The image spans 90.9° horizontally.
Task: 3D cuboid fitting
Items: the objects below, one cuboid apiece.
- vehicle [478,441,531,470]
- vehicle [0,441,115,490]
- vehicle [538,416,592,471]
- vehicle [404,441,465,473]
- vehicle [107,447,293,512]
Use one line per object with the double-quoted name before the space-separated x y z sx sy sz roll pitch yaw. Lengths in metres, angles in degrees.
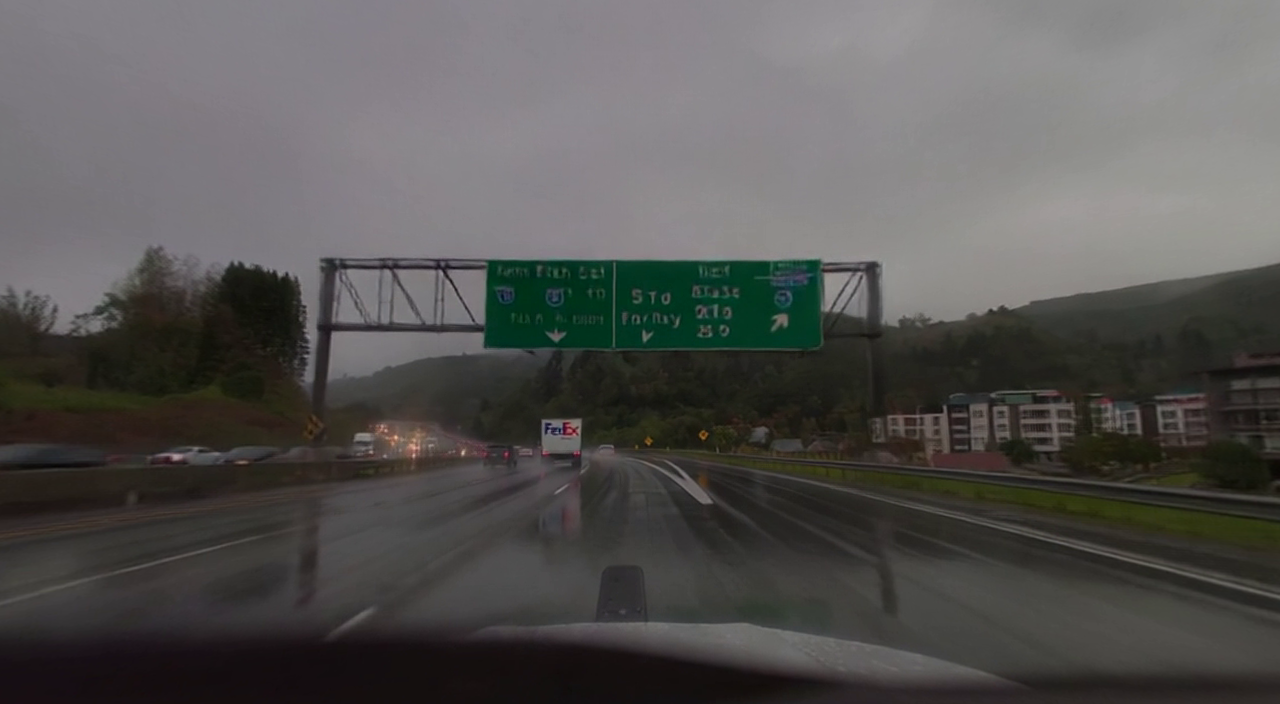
"vehicle" -8.777 6.752 41.408 2.461 1.767 4.991 0 -8 -1
"vehicle" -20.617 3.787 21.375 1.815 1.507 4.468 0 -8 0
"vehicle" -4.773 5.965 41.375 2.798 3.212 7.573 2 -8 -2
"vehicle" -12.497 6.398 38.760 2.188 1.784 4.724 0 -8 -1
"vehicle" -11.644 3.356 17.167 1.879 1.431 4.425 1 -8 -1
